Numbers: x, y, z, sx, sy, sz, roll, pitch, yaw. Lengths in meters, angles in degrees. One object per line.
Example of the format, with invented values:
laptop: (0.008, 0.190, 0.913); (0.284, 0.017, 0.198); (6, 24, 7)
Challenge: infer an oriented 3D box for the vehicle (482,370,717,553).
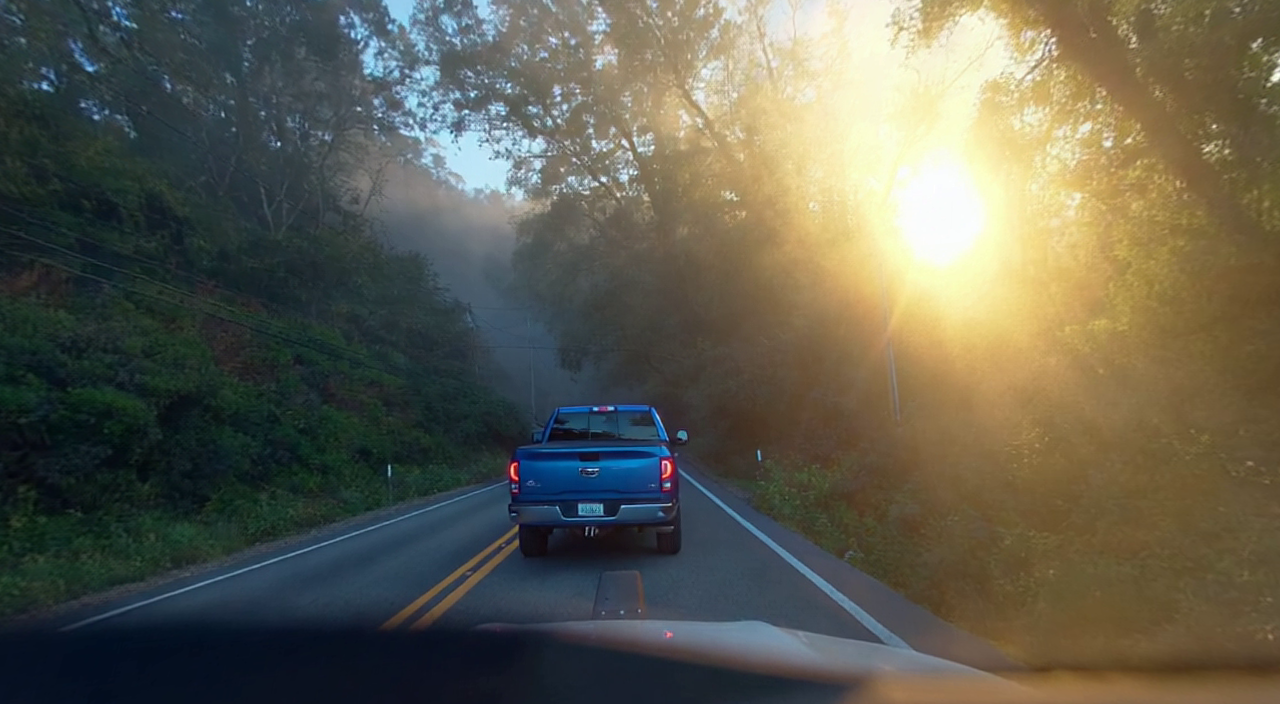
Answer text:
vehicle: (-0.524, 1.757, 10.702); (2.837, 2.223, 5.885); (0, -8, -1)
